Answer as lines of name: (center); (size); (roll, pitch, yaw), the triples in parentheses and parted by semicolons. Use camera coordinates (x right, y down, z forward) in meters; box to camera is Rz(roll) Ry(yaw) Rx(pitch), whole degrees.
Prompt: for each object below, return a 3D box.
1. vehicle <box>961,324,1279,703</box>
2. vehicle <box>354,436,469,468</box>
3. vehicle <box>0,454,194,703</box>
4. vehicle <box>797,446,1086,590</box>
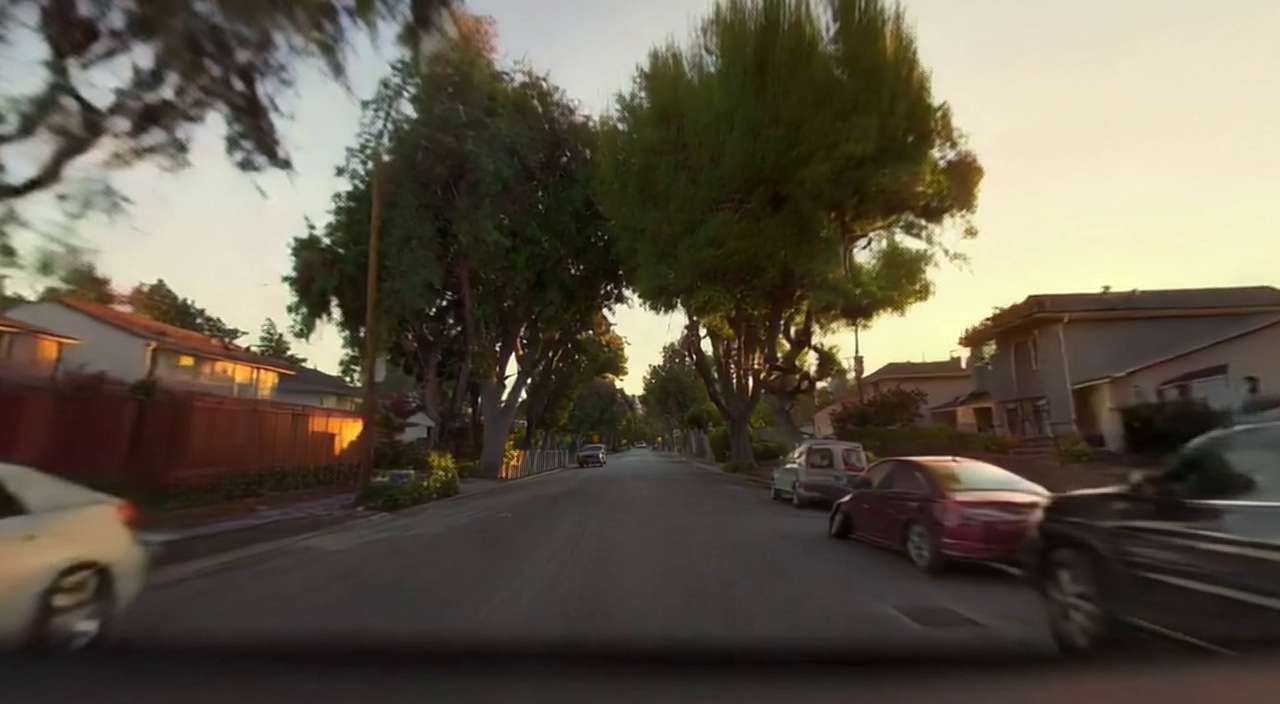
vehicle: (3.848, 0.788, 2.238); (2.350, 1.912, 5.696); (0, -8, -1)
vehicle: (-13.442, 5.946, 37.505); (5.863, 1.773, 2.451); (0, -9, -3)
vehicle: (-4.529, 1.143, 2.532); (2.234, 1.377, 4.413); (-2, -10, 1)
vehicle: (3.704, 2.064, 8.789); (1.857, 1.480, 4.201); (0, -8, -1)
